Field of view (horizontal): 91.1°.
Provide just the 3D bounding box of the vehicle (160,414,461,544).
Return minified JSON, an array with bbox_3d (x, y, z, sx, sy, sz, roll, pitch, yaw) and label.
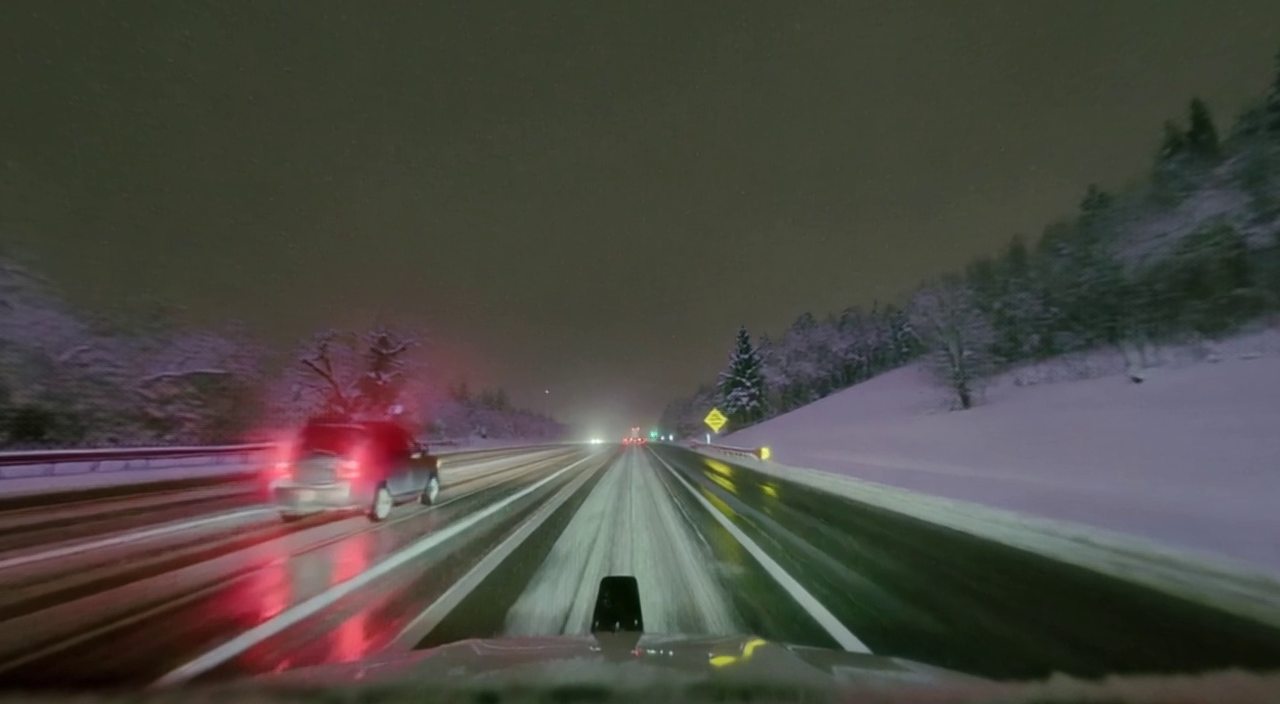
[{"bbox_3d":[-4.642,1.845,9.998,2.149,1.532,4.905,0,-8,0],"label":"vehicle"}]
